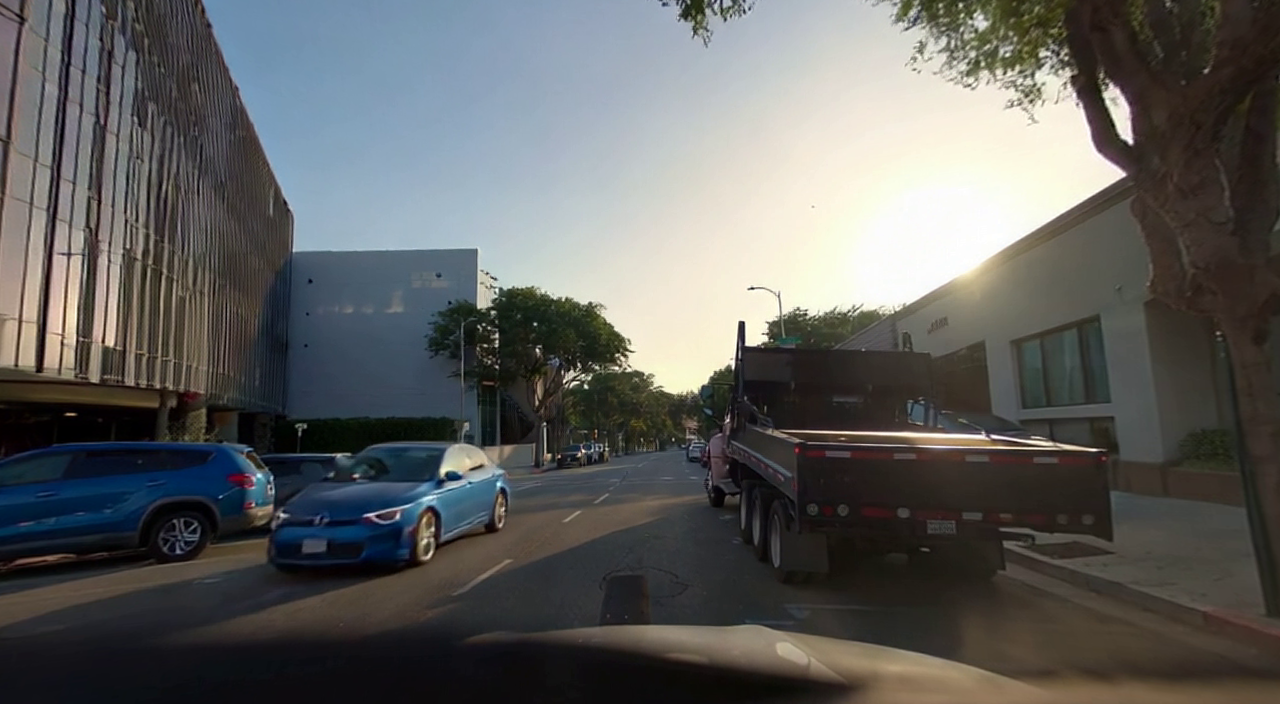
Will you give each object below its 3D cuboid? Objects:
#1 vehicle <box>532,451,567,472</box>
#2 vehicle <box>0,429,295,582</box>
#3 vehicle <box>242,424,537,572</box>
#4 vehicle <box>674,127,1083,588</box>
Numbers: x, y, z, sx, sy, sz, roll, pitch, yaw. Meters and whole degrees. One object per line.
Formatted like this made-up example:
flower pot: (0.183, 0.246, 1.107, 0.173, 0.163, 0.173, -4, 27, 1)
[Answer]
vehicle: (-7.053, 8.523, 49.333, 1.798, 1.459, 4.306, -1, -8, 4)
vehicle: (-8.158, 2.099, 9.166, 5.022, 1.872, 2.137, 7, -11, -41)
vehicle: (-3.190, 1.958, 9.360, 2.311, 1.631, 4.510, 0, -8, 3)
vehicle: (2.527, 0.792, 11.303, 3.320, 4.034, 11.553, -1, -8, 5)
